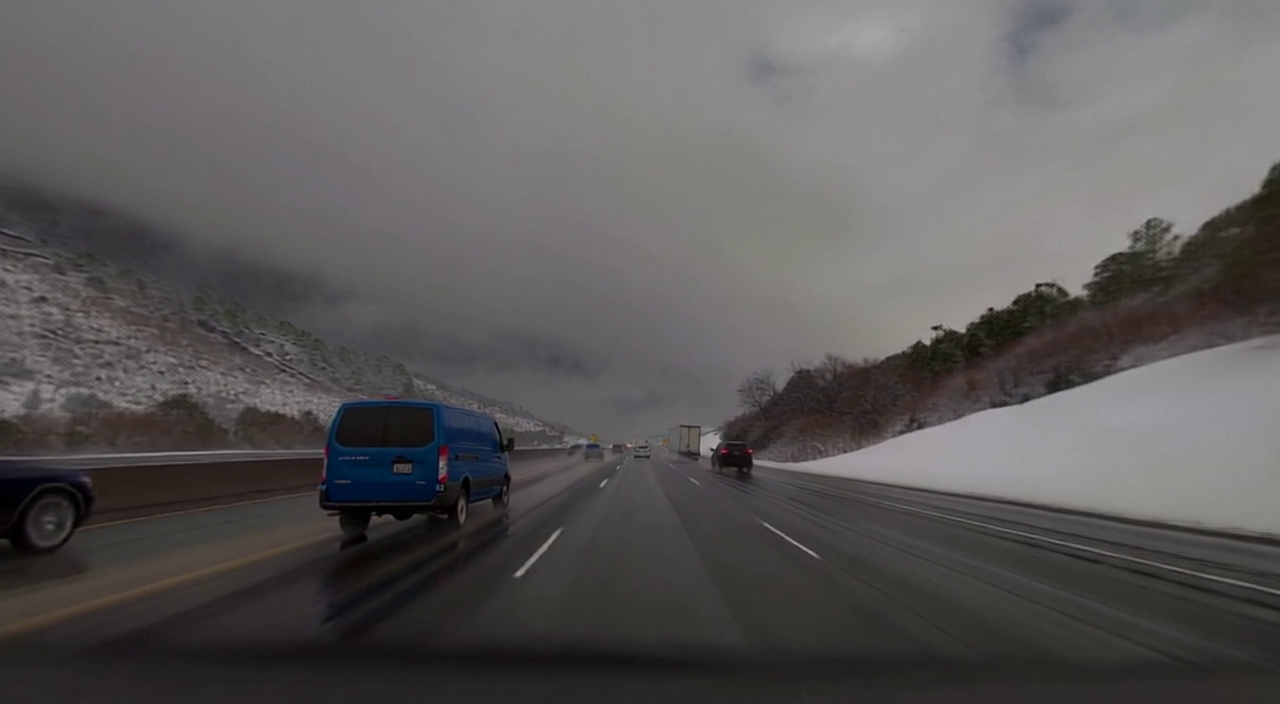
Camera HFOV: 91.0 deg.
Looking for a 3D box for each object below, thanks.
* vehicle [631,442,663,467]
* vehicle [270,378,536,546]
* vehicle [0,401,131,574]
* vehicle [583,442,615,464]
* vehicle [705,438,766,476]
[{"bbox_3d":[0.421,6.775,41.742,2.014,1.543,3.804,0,-9,0],"label":"vehicle"},{"bbox_3d":[-3.601,1.895,11.265,2.421,2.203,5.775,0,-9,1],"label":"vehicle"},{"bbox_3d":[-7.437,1.208,5.350,2.054,1.715,4.928,0,-9,0],"label":"vehicle"},{"bbox_3d":[-3.116,7.777,48.532,2.138,1.581,4.340,0,-9,0],"label":"vehicle"},{"bbox_3d":[4.294,4.824,29.053,2.051,1.598,4.145,0,-9,-1],"label":"vehicle"}]
